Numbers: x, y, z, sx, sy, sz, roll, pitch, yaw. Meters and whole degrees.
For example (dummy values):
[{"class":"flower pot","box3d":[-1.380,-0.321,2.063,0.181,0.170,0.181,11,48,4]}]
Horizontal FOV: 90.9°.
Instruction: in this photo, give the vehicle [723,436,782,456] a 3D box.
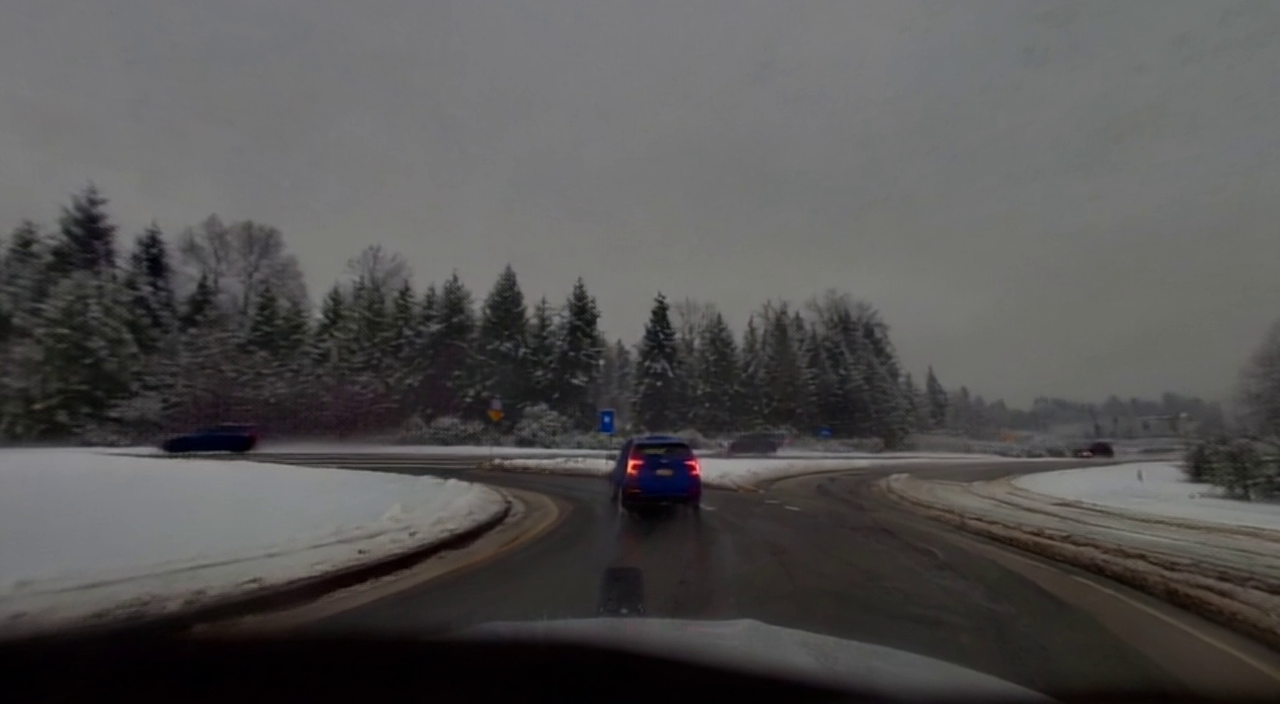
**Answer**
[{"class":"vehicle","box3d":[8.713,7.316,48.978,4.111,1.551,1.839,3,-10,-22]}]

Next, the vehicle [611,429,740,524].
[{"class":"vehicle","box3d":[0.531,2.485,13.039,2.078,1.607,4.010,0,-9,-5]}]

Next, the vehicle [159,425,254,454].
[{"class":"vehicle","box3d":[-24.567,5.018,35.893,4.045,1.569,1.781,3,-10,-23]}]
